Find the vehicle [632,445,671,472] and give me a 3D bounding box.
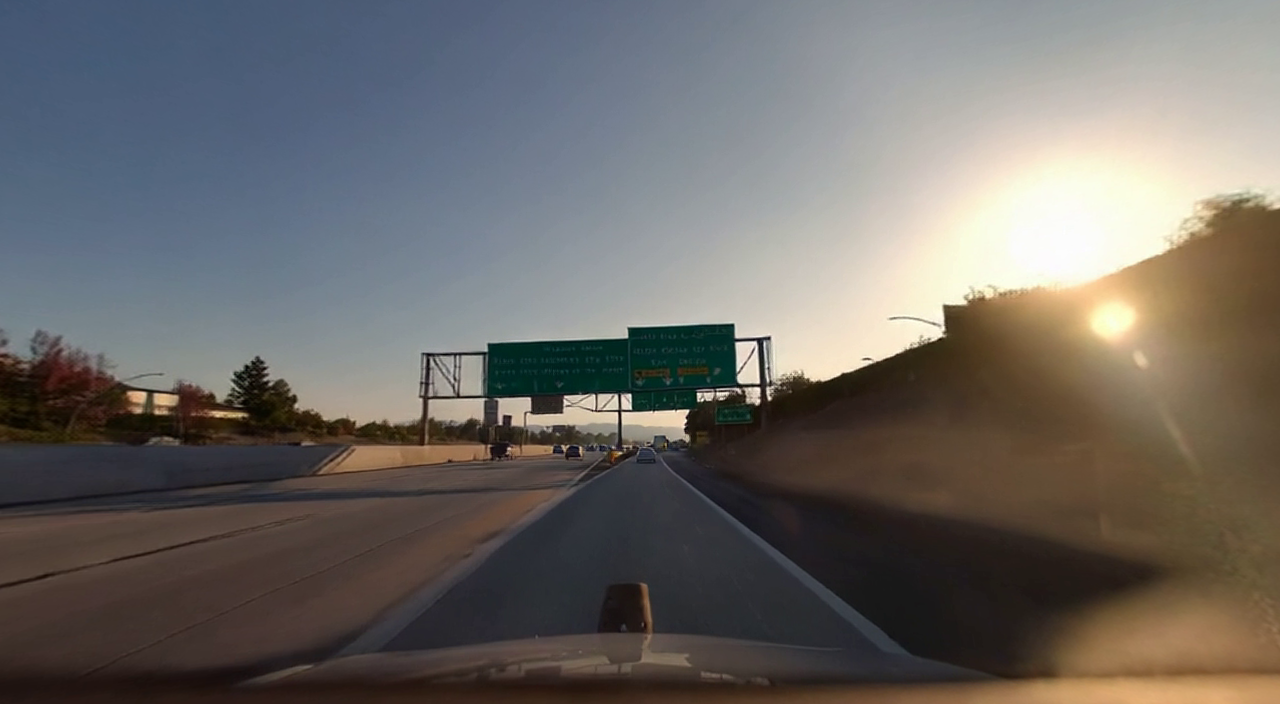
[{"bbox_3d":[0.611,6.103,36.442,2.137,1.461,3.999,0,-8,0],"label":"vehicle"}]
